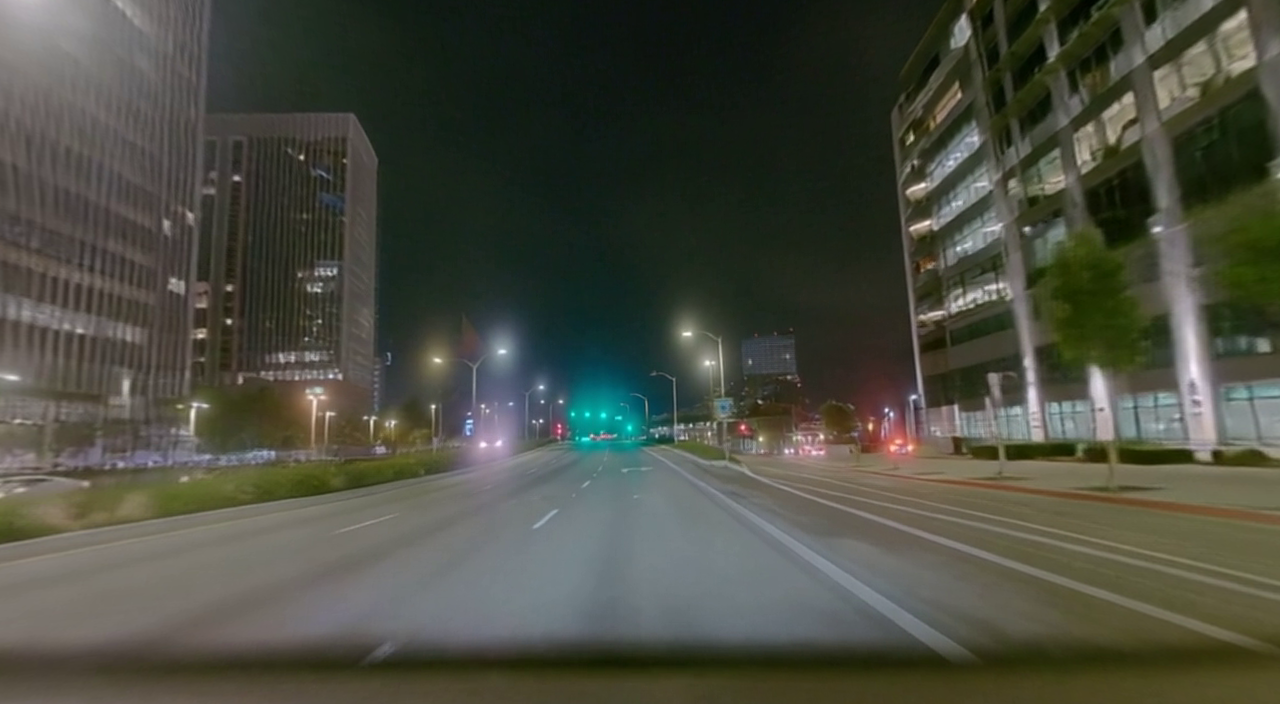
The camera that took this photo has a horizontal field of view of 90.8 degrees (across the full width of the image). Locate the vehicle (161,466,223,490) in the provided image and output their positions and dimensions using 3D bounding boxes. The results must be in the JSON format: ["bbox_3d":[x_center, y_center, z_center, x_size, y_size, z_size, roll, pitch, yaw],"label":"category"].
[{"bbox_3d":[-32.966,9.274,46.628,1.794,1.427,3.715,3,-8,0],"label":"vehicle"}]

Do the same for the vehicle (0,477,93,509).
[{"bbox_3d":[-32.869,7.696,34.791,1.743,1.435,4.183,0,-9,-1],"label":"vehicle"}]
